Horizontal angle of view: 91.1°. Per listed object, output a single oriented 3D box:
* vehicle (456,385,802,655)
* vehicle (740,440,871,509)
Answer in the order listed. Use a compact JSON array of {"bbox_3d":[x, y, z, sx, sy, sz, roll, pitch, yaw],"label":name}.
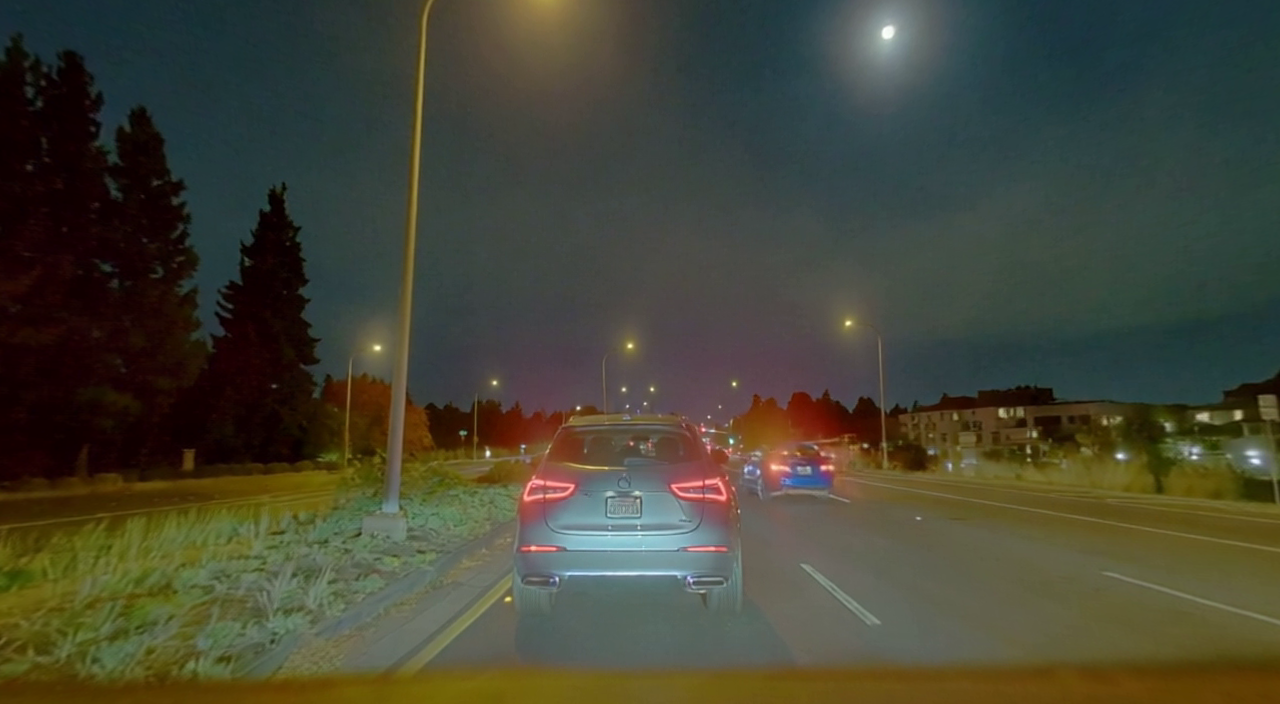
[{"bbox_3d":[-0.084,1.356,6.065,2.172,1.694,4.055,0,-8,-1],"label":"vehicle"},{"bbox_3d":[3.919,2.970,15.778,2.058,1.468,4.339,0,-8,-1],"label":"vehicle"}]
